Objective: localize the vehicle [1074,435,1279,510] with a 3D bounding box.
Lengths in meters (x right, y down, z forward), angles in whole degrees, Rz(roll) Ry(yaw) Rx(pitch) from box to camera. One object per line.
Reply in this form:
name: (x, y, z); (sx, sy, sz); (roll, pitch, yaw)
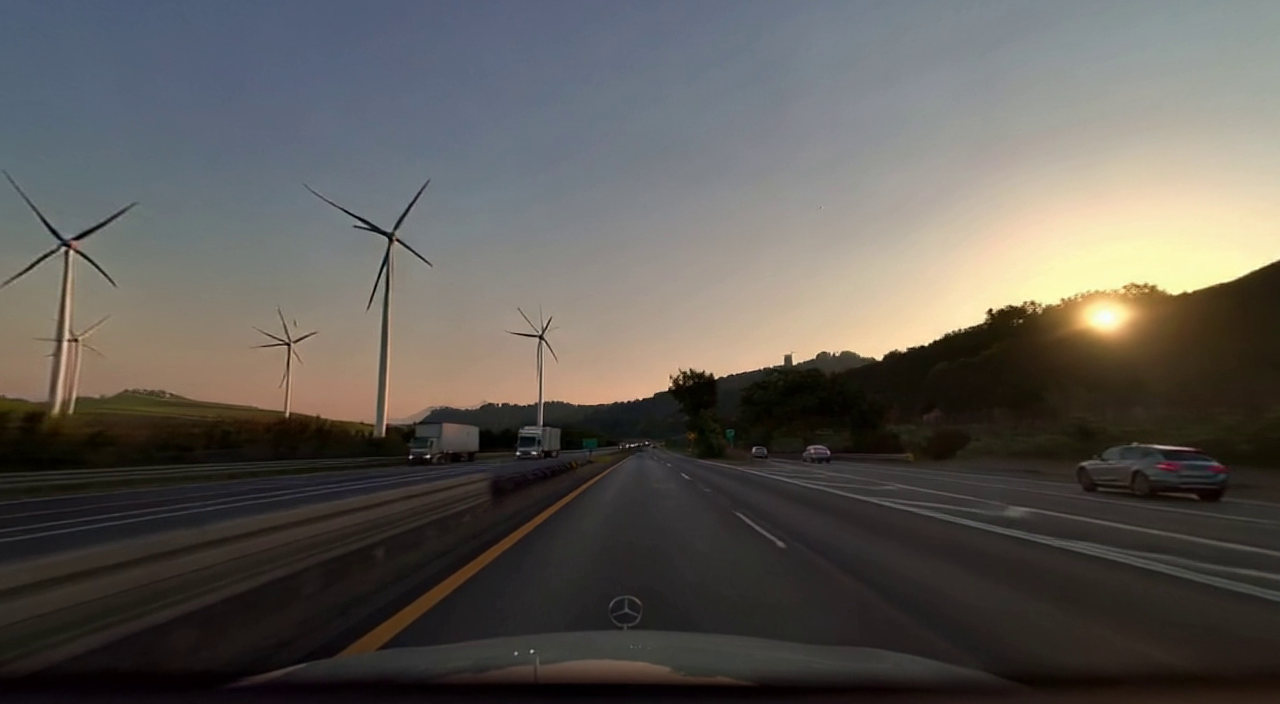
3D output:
vehicle: (14.197, 3.130, 16.804); (1.897, 1.669, 4.825); (0, -9, 2)
